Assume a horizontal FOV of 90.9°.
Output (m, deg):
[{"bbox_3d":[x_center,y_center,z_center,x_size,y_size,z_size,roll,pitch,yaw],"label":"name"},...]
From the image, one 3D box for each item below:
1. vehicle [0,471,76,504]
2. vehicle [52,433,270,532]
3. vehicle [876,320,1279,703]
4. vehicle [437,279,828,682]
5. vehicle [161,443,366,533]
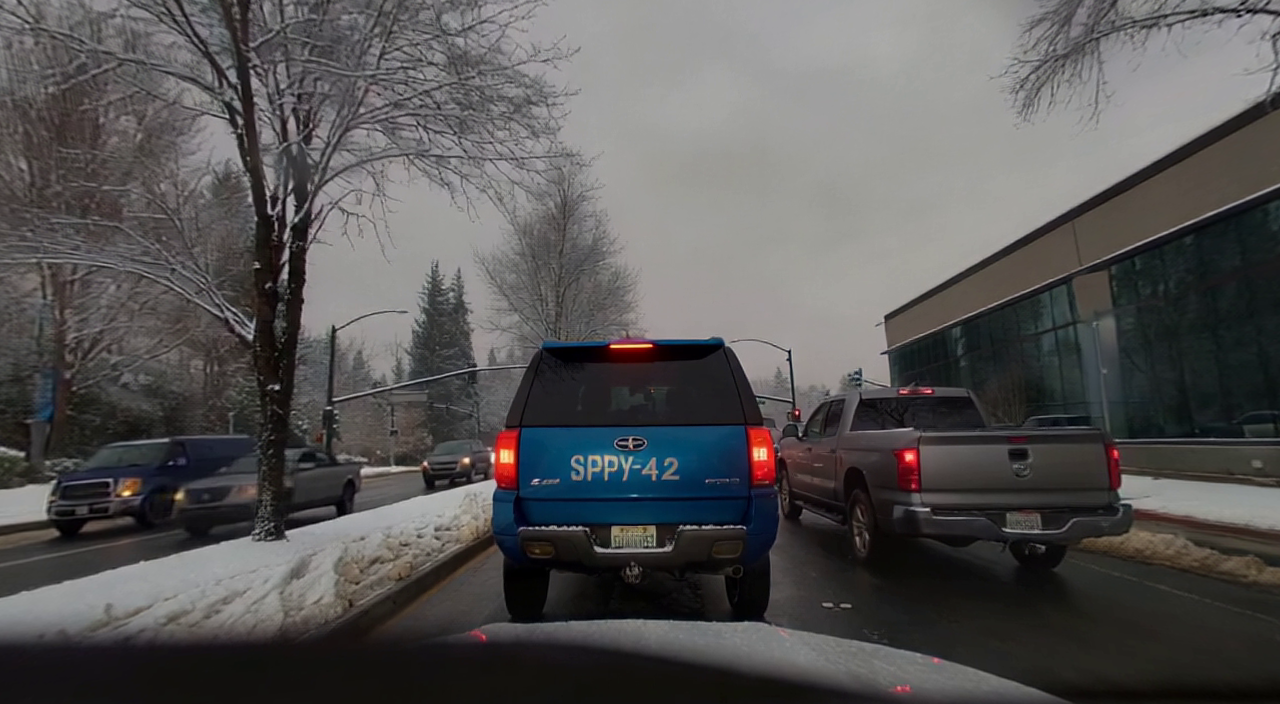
[{"bbox_3d":[-37.606,8.253,38.233,1.782,1.637,4.728,-8,-9,19],"label":"vehicle"},{"bbox_3d":[-16.069,4.342,21.896,2.741,2.730,6.221,-4,-8,0],"label":"vehicle"},{"bbox_3d":[3.075,0.987,3.466,2.022,1.700,4.410,0,-8,3],"label":"vehicle"},{"bbox_3d":[0.013,1.042,5.979,2.267,2.372,4.366,0,-8,2],"label":"vehicle"},{"bbox_3d":[-9.011,3.225,15.772,2.128,1.868,4.863,0,-8,0],"label":"vehicle"}]
